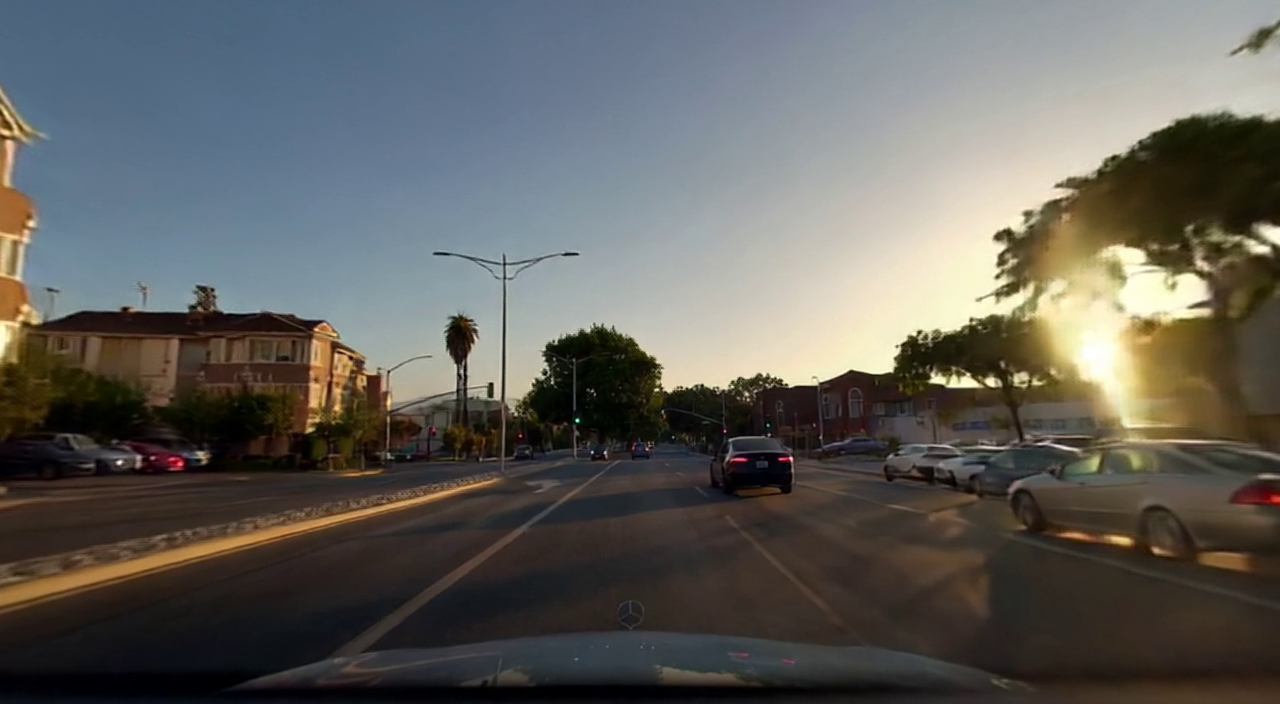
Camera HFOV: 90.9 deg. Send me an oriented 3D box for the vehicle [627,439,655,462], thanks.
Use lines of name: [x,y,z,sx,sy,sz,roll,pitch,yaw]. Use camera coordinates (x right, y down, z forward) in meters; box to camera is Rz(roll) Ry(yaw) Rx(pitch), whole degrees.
vehicle: [0.066,7.741,49.398,2.087,1.709,4.076,0,-8,0]

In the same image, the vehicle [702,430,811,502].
vehicle: [2.885,2.934,16.619,2.009,1.639,4.267,0,-8,0]

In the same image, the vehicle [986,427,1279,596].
vehicle: [6.559,1.739,7.842,1.890,1.471,4.566,0,-8,0]

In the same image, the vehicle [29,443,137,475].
vehicle: [-30.931,5.931,35.218,1.898,1.692,4.455,0,-8,0]

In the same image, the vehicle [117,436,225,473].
vehicle: [-25.869,5.664,35.048,2.070,1.856,5.069,0,-9,0]
